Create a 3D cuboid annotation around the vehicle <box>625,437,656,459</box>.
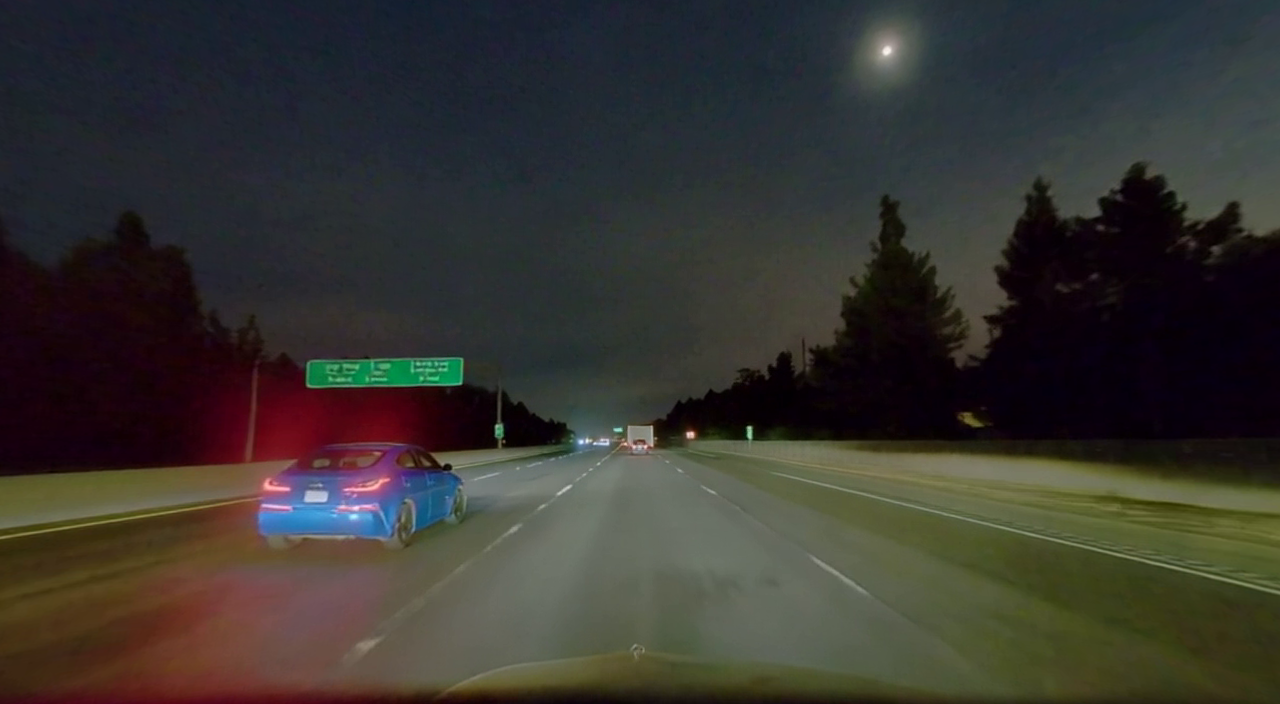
[{"bbox_3d":[-0.020,6.478,42.591,2.028,1.440,3.690,0,-8,-1],"label":"vehicle"}]
